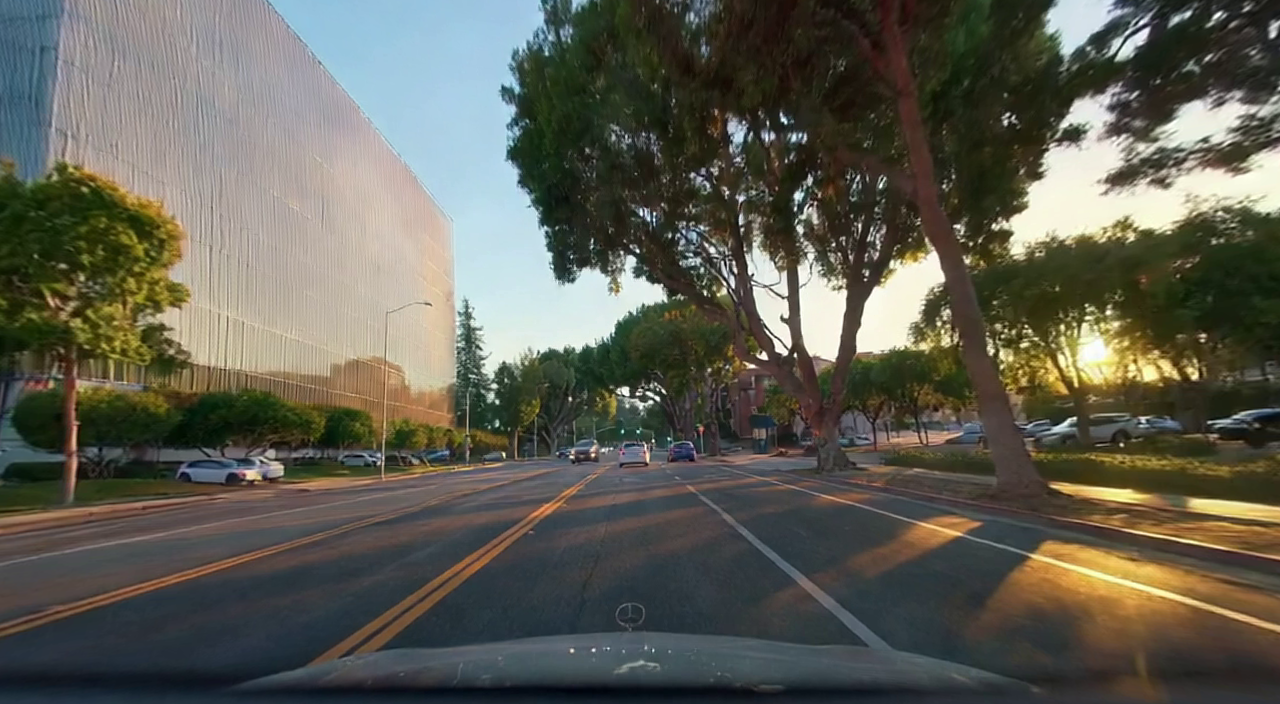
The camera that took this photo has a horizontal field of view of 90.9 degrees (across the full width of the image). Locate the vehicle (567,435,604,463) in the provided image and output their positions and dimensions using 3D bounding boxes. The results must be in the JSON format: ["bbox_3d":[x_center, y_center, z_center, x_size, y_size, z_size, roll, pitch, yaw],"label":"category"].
[{"bbox_3d":[-4.041,7.340,47.698,2.301,1.946,5.199,0,-8,1],"label":"vehicle"}]

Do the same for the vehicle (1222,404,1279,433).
[{"bbox_3d":[35.578,3.688,35.089,4.226,1.495,1.893,-1,-9,3],"label":"vehicle"}]

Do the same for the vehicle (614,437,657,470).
[{"bbox_3d":[-0.225,5.378,33.518,2.109,1.612,3.963,0,-8,0],"label":"vehicle"}]

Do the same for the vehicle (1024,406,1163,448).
[{"bbox_3d":[20.781,3.482,29.067,4.632,1.582,2.071,-4,-8,4],"label":"vehicle"}]

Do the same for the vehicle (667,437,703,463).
[{"bbox_3d":[3.125,6.946,44.864,2.189,1.766,4.495,0,-8,-1],"label":"vehicle"}]

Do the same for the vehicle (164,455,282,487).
[{"bbox_3d":[-21.179,6.058,32.205,4.568,1.497,1.902,1,-9,-8],"label":"vehicle"}]
